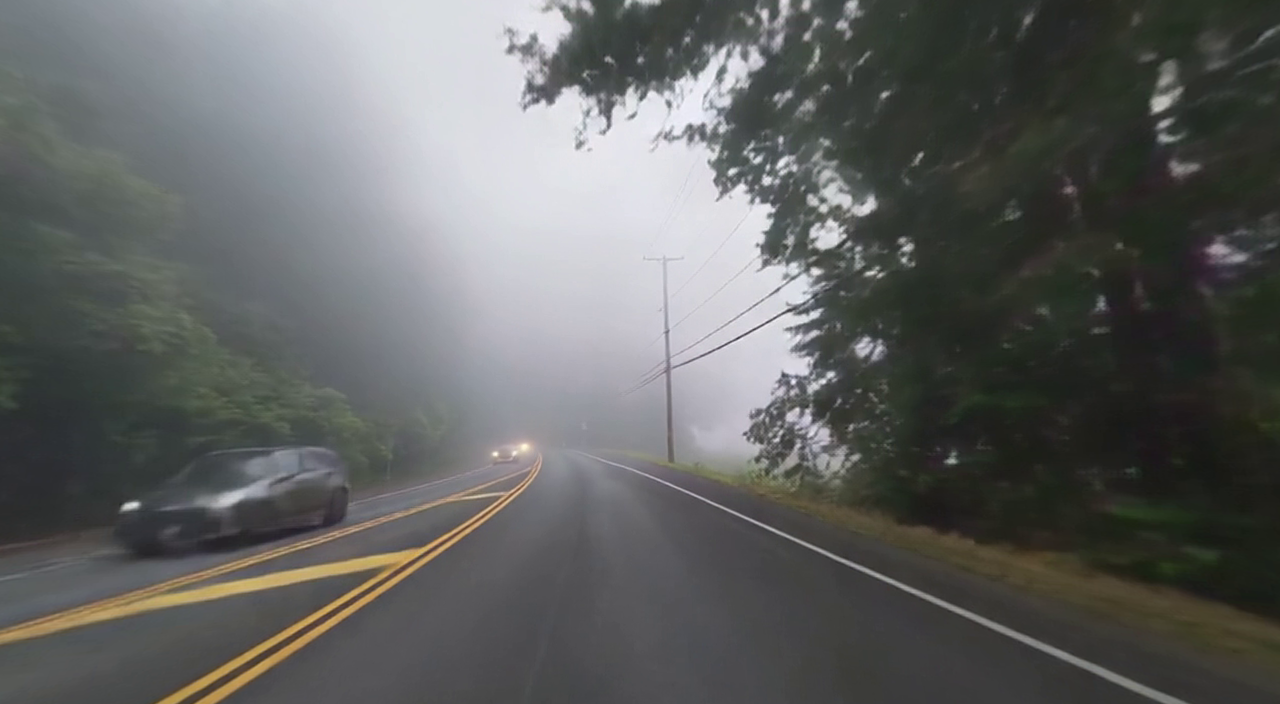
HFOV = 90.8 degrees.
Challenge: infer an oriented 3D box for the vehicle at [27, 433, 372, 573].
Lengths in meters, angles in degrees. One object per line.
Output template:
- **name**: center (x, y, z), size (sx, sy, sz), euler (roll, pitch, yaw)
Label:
- **vehicle**: center (-7.422, 2.558, 11.816), size (2.397, 1.932, 5.703), euler (0, -8, -1)
